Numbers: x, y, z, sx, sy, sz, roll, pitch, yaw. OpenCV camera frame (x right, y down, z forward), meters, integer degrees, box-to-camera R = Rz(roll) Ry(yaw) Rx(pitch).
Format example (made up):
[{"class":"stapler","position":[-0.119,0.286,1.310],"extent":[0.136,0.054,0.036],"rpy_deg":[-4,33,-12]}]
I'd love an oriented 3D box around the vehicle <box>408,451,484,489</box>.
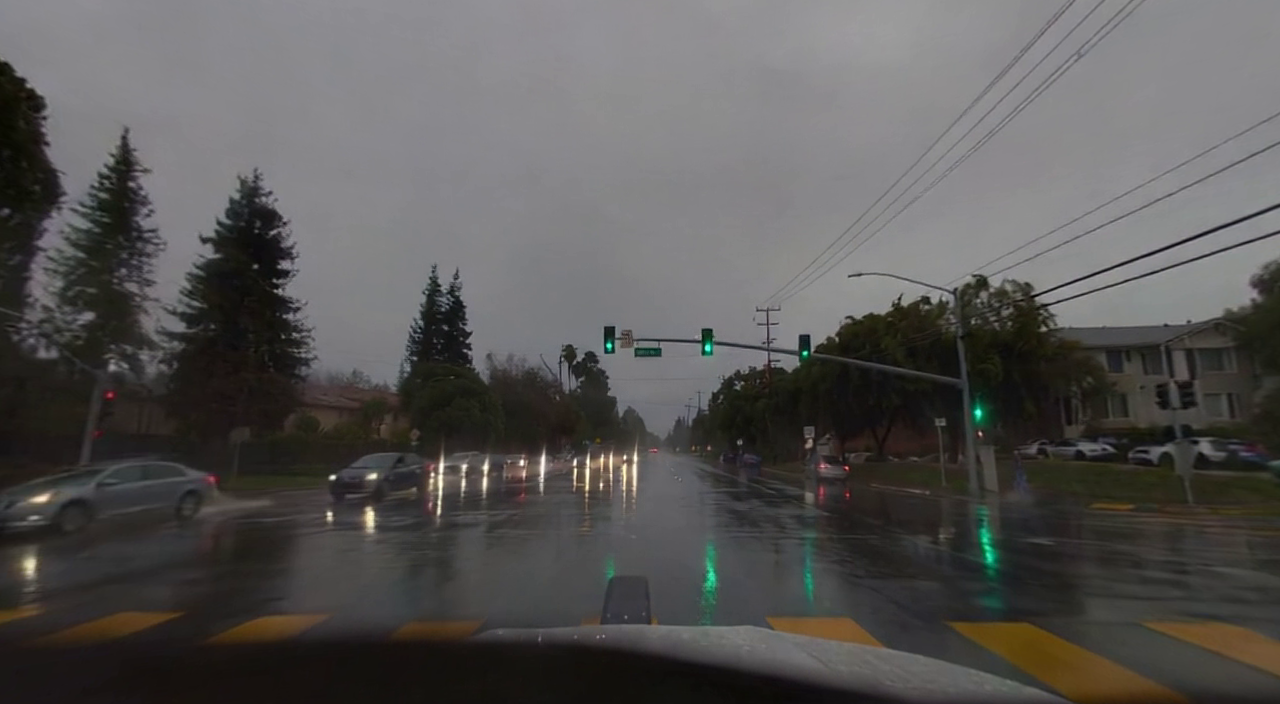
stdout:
[{"class":"vehicle","position":[-10.394,6.332,34.218],"extent":[2.249,1.825,5.378],"rpy_deg":[-1,-8,2]}]

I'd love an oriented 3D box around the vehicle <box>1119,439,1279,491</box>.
[{"class":"vehicle","position":[25.415,5.046,28.601],"extent":[2.177,2.086,5.514],"rpy_deg":[2,-9,-14]}]

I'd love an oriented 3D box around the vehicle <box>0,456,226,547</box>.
[{"class":"vehicle","position":[-10.950,2.905,12.878],"extent":[2.007,1.451,4.242],"rpy_deg":[0,-8,1]}]

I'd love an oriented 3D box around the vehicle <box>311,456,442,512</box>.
[{"class":"vehicle","position":[-7.731,3.888,19.012],"extent":[1.958,1.415,4.312],"rpy_deg":[-1,-8,2]}]
